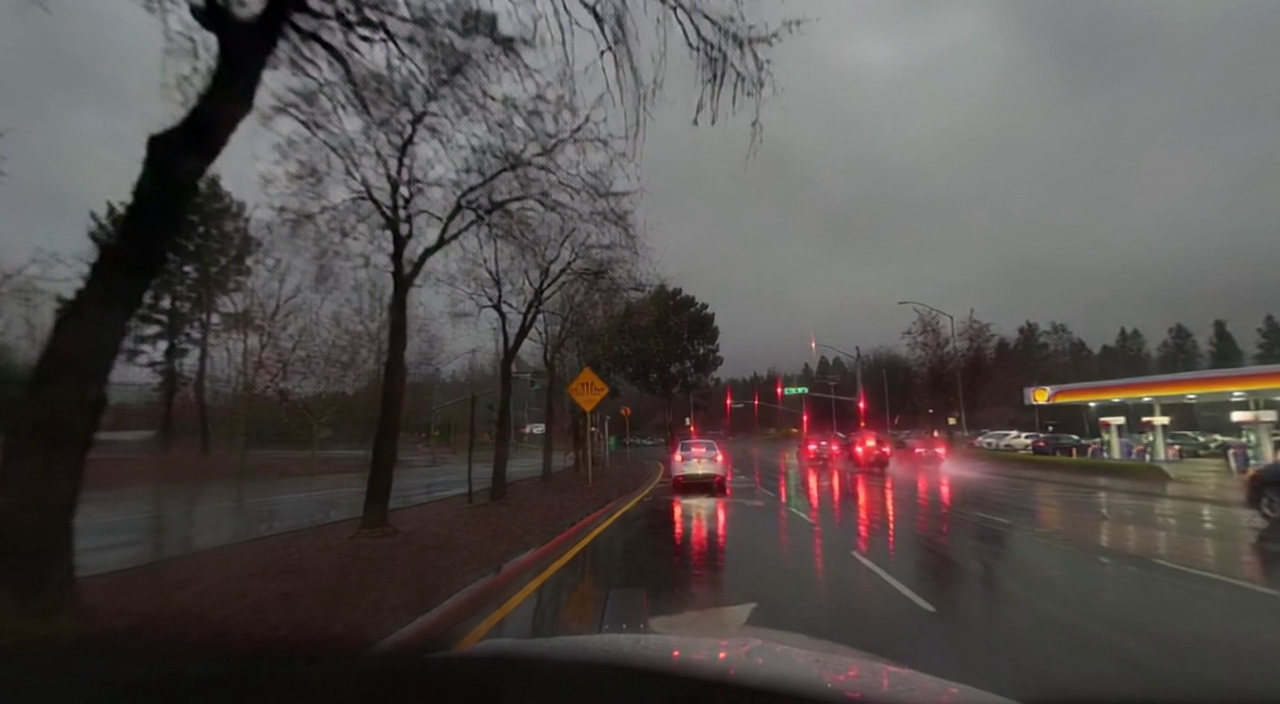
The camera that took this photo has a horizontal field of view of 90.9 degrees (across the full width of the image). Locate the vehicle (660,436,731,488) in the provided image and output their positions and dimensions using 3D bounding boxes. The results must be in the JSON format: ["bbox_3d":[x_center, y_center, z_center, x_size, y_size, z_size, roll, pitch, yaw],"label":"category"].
[{"bbox_3d":[1.756,3.483,20.262,2.032,1.461,4.173,-1,-9,4],"label":"vehicle"}]

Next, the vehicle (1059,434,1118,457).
[{"bbox_3d":[33.092,6.919,46.626,1.914,1.563,3.672,-1,-9,6],"label":"vehicle"}]

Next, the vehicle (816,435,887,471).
[{"bbox_3d":[10.691,5.127,32.248,1.991,1.695,4.357,0,-9,-2],"label":"vehicle"}]

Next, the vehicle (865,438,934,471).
[{"bbox_3d":[13.494,5.347,33.095,1.976,1.584,4.516,-1,-9,4],"label":"vehicle"}]
